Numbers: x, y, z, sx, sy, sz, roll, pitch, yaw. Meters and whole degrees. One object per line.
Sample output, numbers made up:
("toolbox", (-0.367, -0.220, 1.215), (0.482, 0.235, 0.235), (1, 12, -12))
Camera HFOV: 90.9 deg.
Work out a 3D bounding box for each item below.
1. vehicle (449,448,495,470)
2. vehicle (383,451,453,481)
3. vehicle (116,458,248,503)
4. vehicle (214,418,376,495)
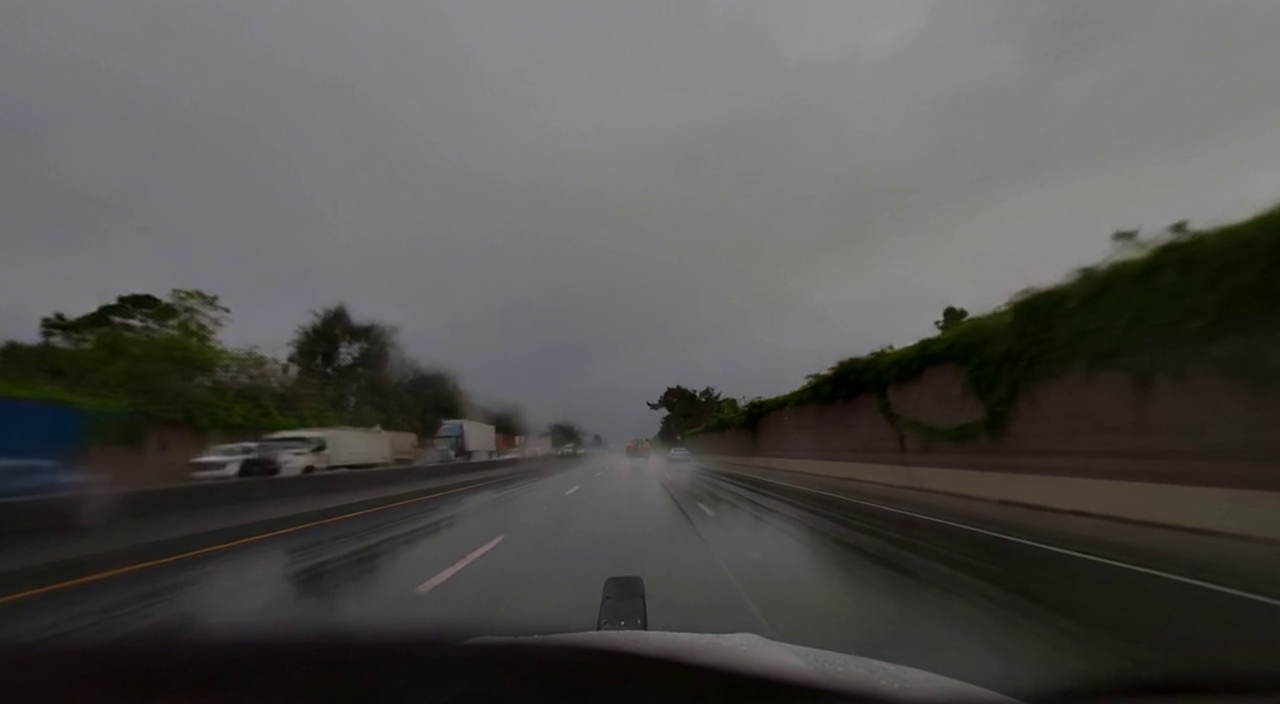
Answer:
("vehicle", (-12.043, 7.685, 45.423), (2.113, 1.531, 4.402), (0, -9, 0))
("vehicle", (-11.695, 6.008, 33.593), (2.050, 1.464, 4.553), (0, -9, 0))
("vehicle", (-16.268, 4.561, 22.664), (1.720, 1.411, 3.954), (0, -9, 1))
("vehicle", (-11.529, 3.569, 21.722), (2.341, 2.308, 5.443), (0, -9, 1))
